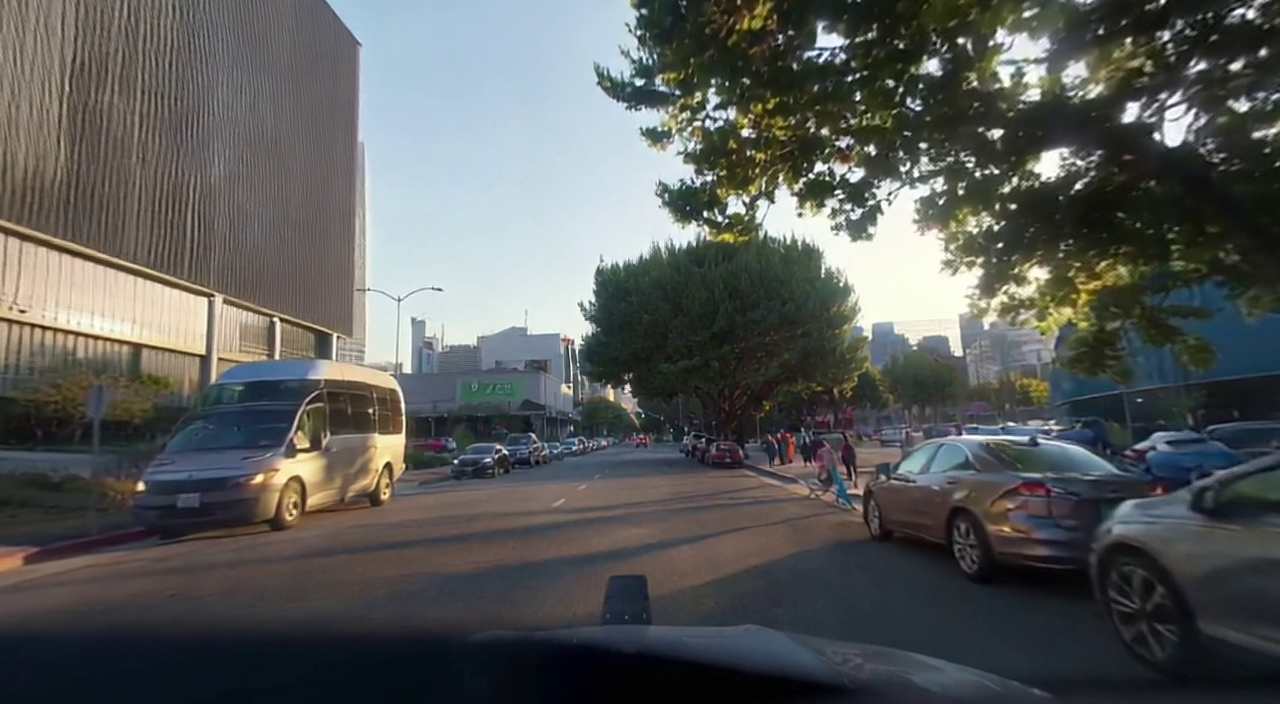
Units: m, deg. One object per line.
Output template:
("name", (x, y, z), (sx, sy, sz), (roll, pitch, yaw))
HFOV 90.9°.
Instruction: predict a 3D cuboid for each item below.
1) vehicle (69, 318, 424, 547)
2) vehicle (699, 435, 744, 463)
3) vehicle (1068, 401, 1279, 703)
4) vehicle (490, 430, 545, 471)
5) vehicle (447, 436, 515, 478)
("vehicle", (-6.845, 1.515, 12.391), (2.851, 3.375, 6.057), (0, -7, 2))
("vehicle", (4.654, 5.585, 36.624), (1.973, 1.494, 4.867), (0, -7, 0))
("vehicle", (3.816, 0.819, 1.554), (2.065, 1.520, 4.853), (0, -7, -1))
("vehicle", (-6.534, 5.259, 34.172), (2.238, 1.891, 4.780), (-1, -6, -2))
("vehicle", (-6.719, 4.436, 27.075), (1.917, 1.487, 4.659), (-2, -7, -3))
